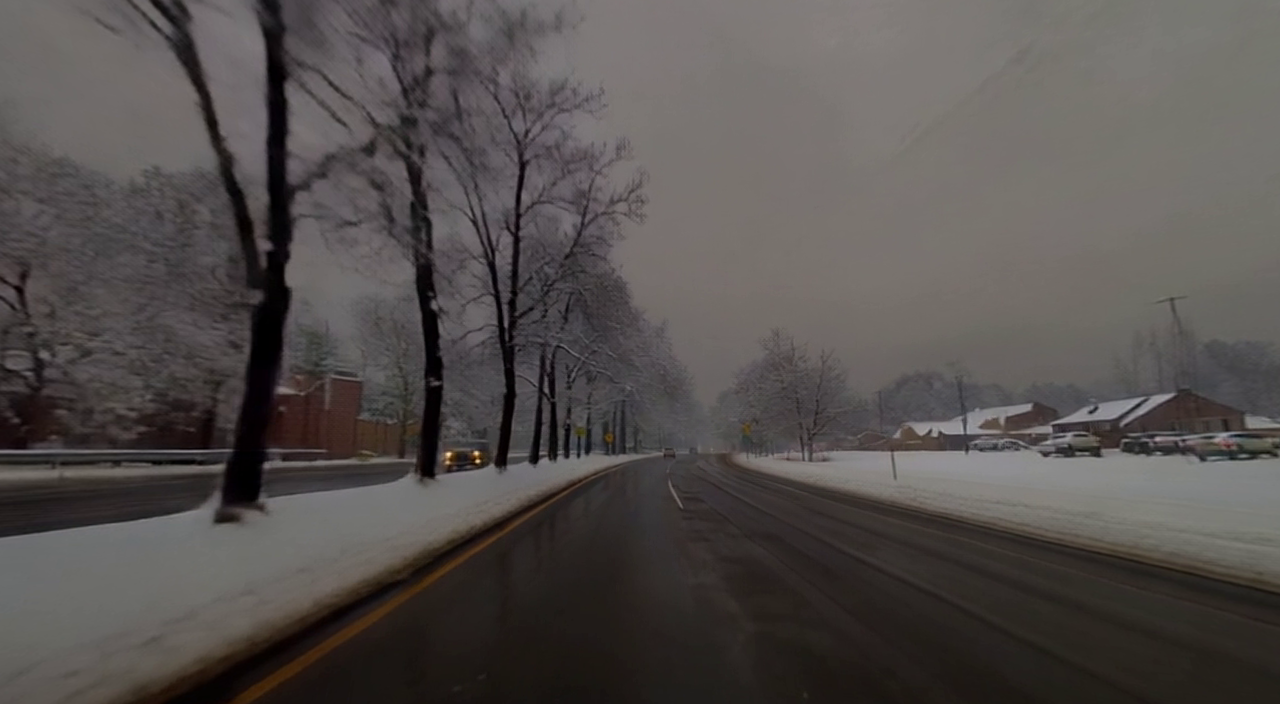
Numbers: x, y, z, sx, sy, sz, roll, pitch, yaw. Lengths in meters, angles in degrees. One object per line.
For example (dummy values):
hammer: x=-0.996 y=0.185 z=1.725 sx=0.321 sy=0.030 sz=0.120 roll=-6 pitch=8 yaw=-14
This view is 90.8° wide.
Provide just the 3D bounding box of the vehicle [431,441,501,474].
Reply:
vehicle: x=-9.341 y=5.687 z=34.297 sx=2.181 sy=1.635 sz=4.542 roll=-1 pitch=-8 yaw=4
